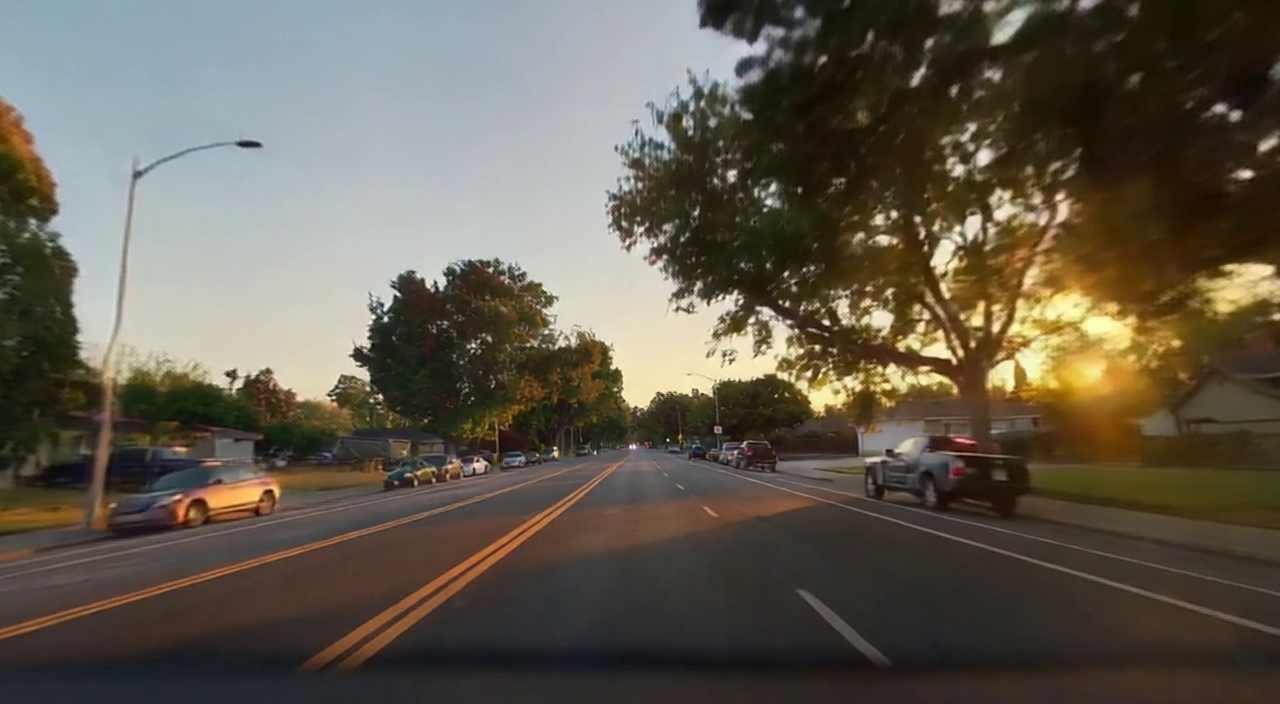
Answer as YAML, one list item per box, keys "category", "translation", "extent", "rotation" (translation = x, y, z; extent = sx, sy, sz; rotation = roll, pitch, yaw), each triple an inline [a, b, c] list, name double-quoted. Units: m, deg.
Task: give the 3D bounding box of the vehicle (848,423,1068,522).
- category: "vehicle"
  translation: [7.388, 2.874, 15.757]
  extent: [2.224, 1.956, 6.057]
  rotation: [0, -9, -1]

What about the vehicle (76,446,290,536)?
- category: "vehicle"
  translation: [-10.739, 3.248, 15.338]
  extent: [1.996, 1.781, 4.139]
  rotation: [-3, -9, 2]

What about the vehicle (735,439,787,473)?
- category: "vehicle"
  translation: [7.267, 6.308, 38.510]
  extent: [2.103, 1.912, 4.892]
  rotation: [0, -9, -1]

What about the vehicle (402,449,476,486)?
- category: "vehicle"
  translation: [-10.734, 6.184, 34.214]
  extent: [2.050, 1.769, 5.585]
  rotation: [0, -9, 1]

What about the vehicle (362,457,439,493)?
- category: "vehicle"
  translation: [-10.807, 5.548, 28.863]
  extent: [1.838, 1.450, 4.317]
  rotation: [0, -9, -1]

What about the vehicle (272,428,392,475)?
- category: "vehicle"
  translation: [-20.694, 6.739, 42.714]
  extent: [6.604, 3.012, 2.656]
  rotation: [0, -9, 1]
